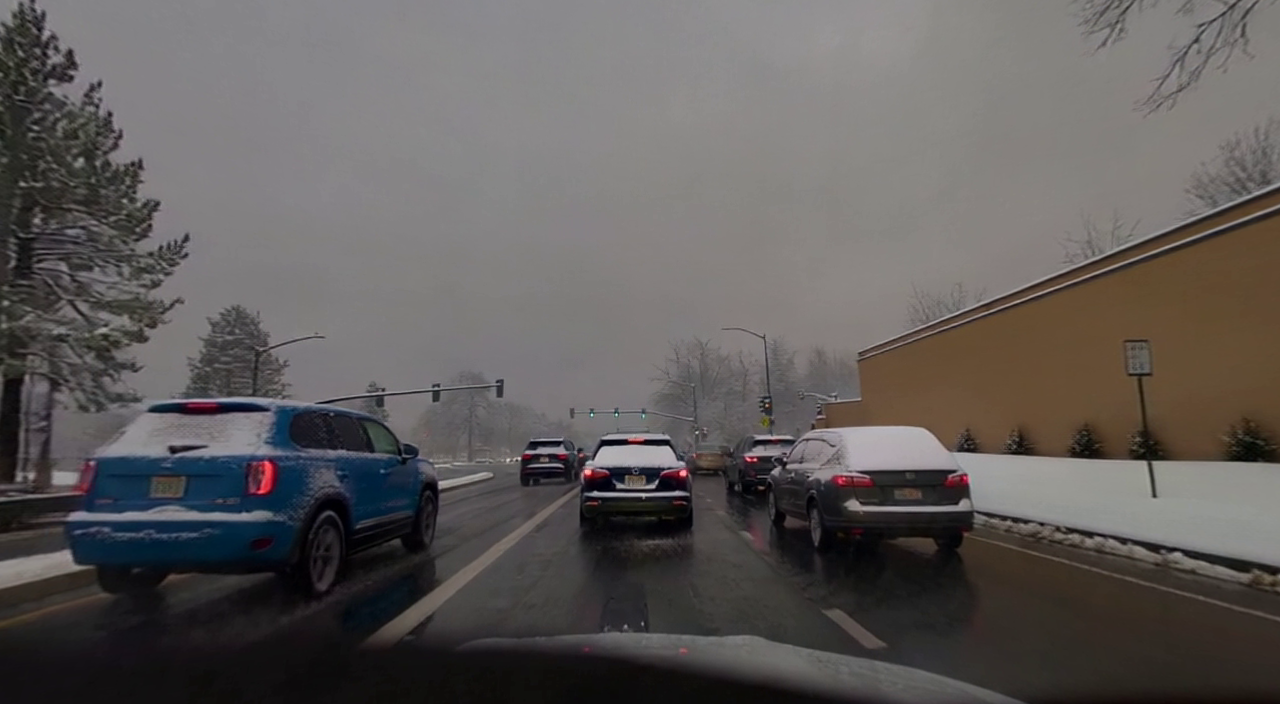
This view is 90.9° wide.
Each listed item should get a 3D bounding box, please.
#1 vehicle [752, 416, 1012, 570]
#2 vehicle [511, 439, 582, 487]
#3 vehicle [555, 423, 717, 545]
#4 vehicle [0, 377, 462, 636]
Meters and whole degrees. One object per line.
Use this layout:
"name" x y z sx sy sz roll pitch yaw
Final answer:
"vehicle" 3.097 1.885 9.249 2.029 1.702 4.281 0 -8 -1
"vehicle" -3.660 4.450 25.669 2.067 1.759 4.631 0 -8 1
"vehicle" -0.034 2.126 10.781 2.245 1.677 3.913 0 -8 1
"vehicle" -3.673 1.463 6.975 2.070 1.913 4.450 0 -8 0
